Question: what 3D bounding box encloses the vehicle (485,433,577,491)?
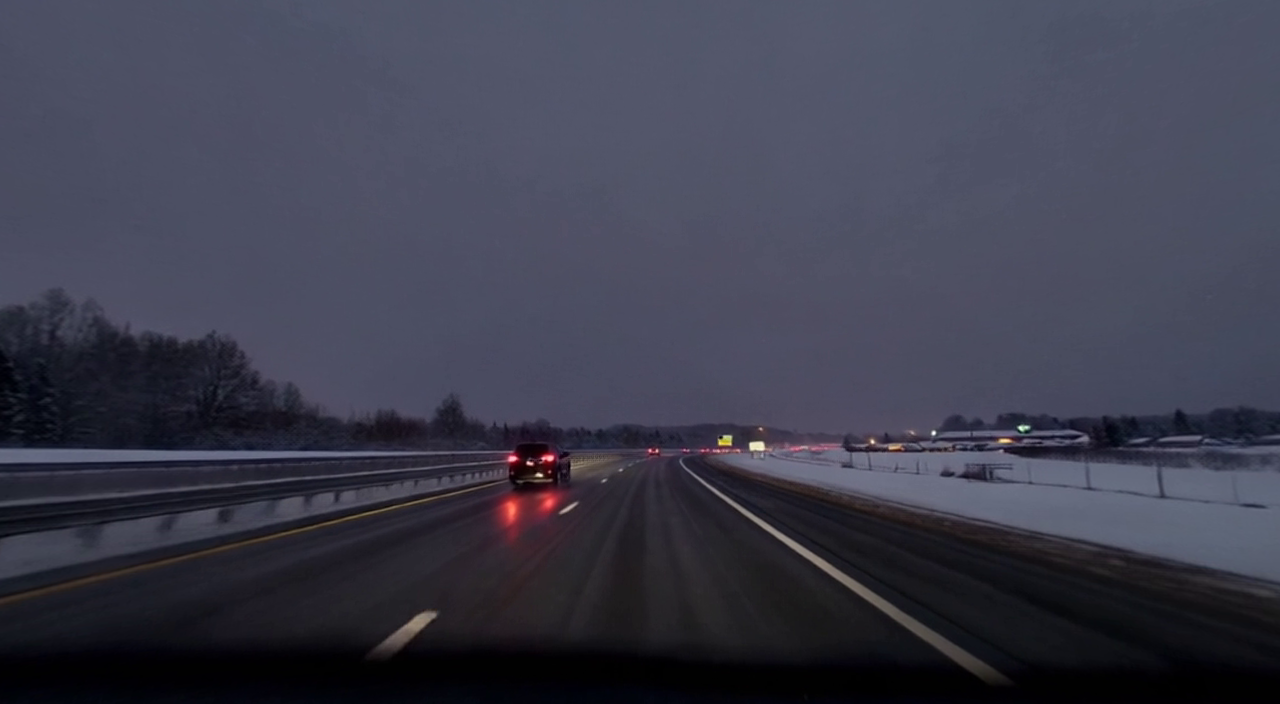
[{"bbox_3d":[-3.601,3.776,21.887,2.193,1.771,4.757,-1,-9,2],"label":"vehicle"}]
